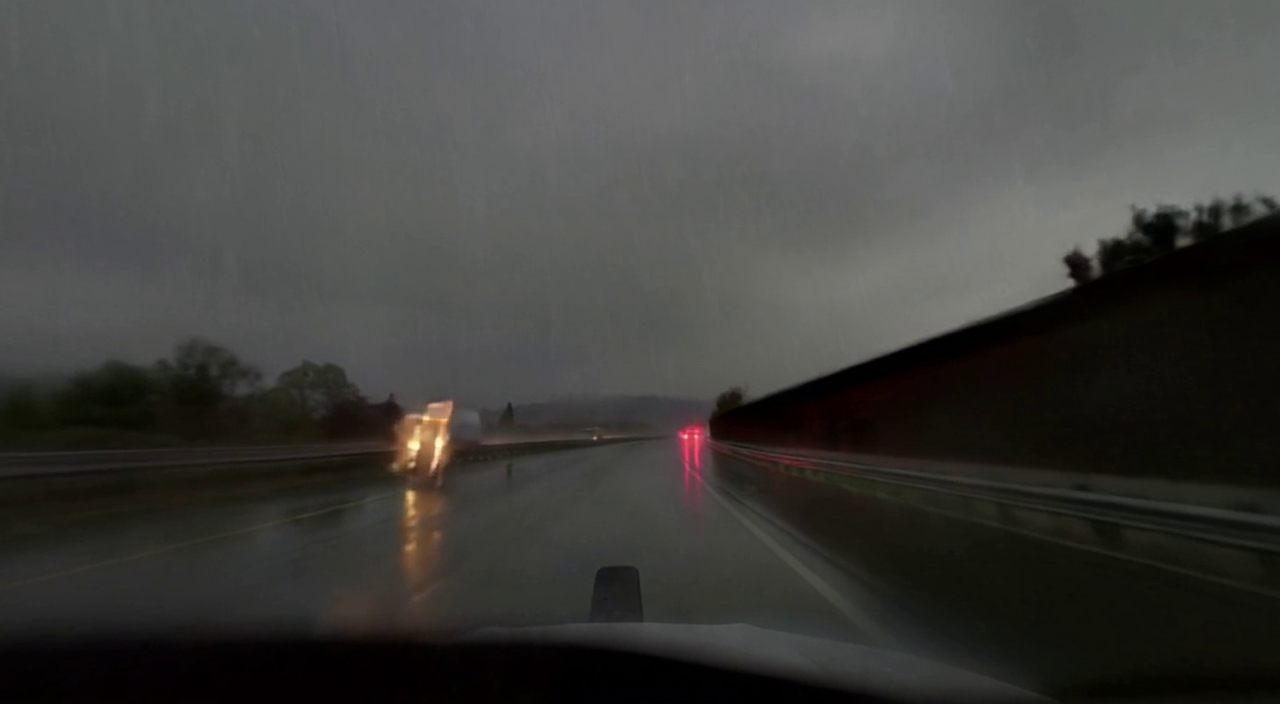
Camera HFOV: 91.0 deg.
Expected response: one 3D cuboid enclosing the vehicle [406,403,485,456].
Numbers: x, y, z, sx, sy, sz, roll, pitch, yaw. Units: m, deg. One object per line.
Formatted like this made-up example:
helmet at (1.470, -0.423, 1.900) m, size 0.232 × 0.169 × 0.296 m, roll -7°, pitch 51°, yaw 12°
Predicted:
vehicle at (-14.485, 5.964, 47.801) m, size 2.791 × 3.613 × 8.984 m, roll 0°, pitch -8°, yaw 3°
